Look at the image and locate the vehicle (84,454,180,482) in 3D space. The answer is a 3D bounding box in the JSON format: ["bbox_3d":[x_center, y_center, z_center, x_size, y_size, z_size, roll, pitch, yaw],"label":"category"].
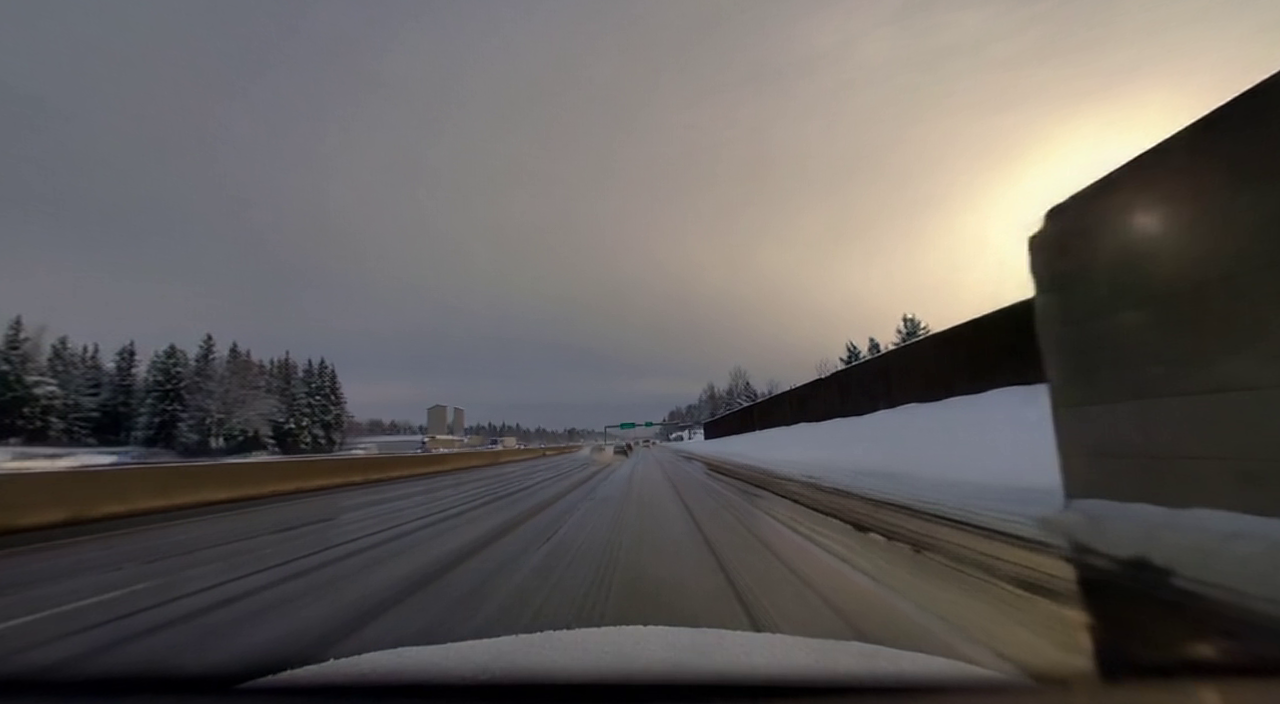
[{"bbox_3d":[-31.603,7.193,39.474,1.866,1.495,4.906,0,-8,1],"label":"vehicle"}]

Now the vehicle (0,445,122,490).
[{"bbox_3d":[-27.708,5.343,29.688,2.132,1.908,5.131,-1,-8,1],"label":"vehicle"}]
